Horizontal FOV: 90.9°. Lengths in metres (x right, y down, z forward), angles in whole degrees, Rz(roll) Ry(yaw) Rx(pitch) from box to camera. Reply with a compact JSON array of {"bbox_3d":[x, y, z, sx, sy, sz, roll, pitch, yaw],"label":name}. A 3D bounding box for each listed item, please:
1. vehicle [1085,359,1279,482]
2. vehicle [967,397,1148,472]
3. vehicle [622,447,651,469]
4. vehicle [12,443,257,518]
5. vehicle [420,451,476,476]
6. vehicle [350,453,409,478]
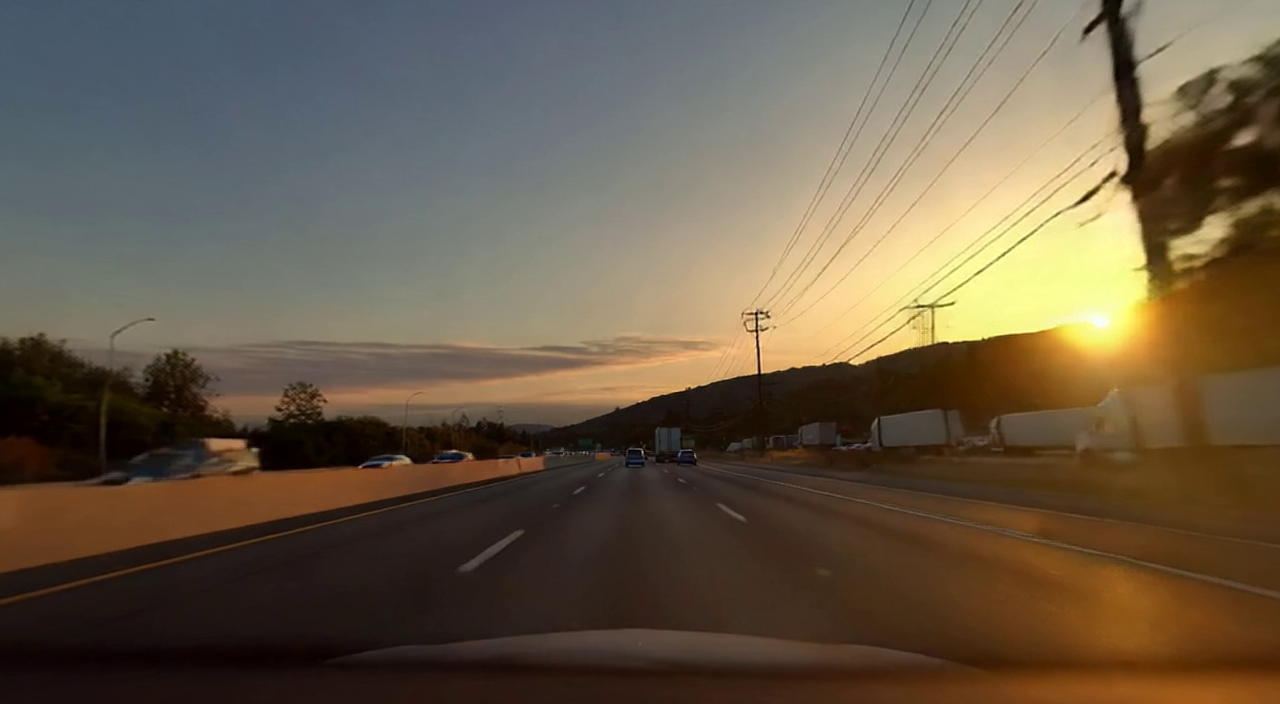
[{"bbox_3d":[23.616,2.402,22.028,2.915,4.218,17.329,0,-9,-2],"label":"vehicle"},{"bbox_3d":[24.153,5.088,37.832,2.849,3.732,12.220,-1,-9,2],"label":"vehicle"},{"bbox_3d":[-0.273,8.227,49.050,2.111,1.599,3.859,0,-9,0],"label":"vehicle"},{"bbox_3d":[-11.771,2.992,15.256,1.950,1.505,4.757,0,-9,0],"label":"vehicle"},{"bbox_3d":[-11.898,6.918,39.372,2.010,1.472,4.552,0,-9,1],"label":"vehicle"},{"bbox_3d":[-16.058,6.991,39.057,1.862,1.473,4.209,0,-9,1],"label":"vehicle"}]
